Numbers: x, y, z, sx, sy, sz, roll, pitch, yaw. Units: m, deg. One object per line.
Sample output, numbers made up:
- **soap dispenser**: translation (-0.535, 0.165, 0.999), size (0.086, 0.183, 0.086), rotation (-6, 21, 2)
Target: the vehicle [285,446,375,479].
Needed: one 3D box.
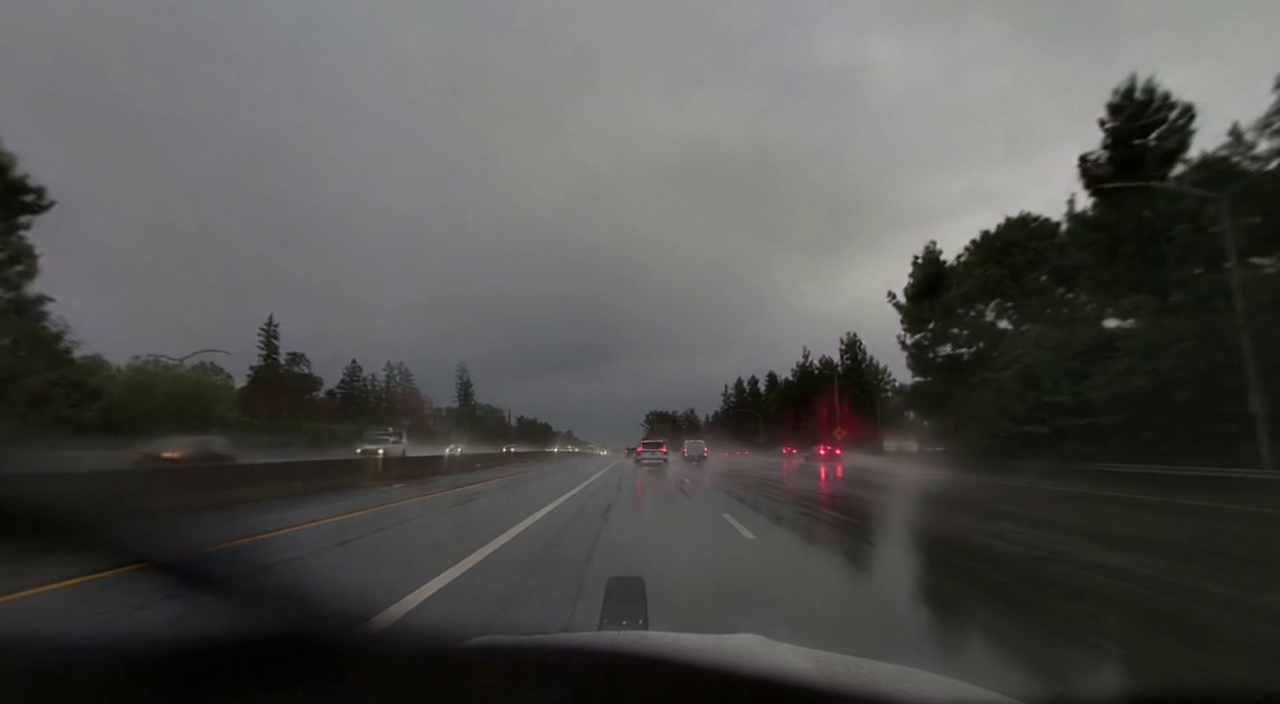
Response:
- **vehicle**: translation (-14.045, 5.008, 28.917), size (1.853, 1.369, 4.413), rotation (0, -8, 1)

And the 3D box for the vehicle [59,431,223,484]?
- **vehicle**: translation (-18.424, 3.920, 23.694), size (2.118, 1.761, 4.873), rotation (0, -8, 0)

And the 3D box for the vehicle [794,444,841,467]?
- **vehicle**: translation (11.917, 6.976, 42.608), size (1.872, 1.459, 4.502), rotation (0, -8, 1)

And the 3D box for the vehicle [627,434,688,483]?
- **vehicle**: translation (0.573, 4.137, 24.720), size (2.105, 1.711, 4.293), rotation (0, -8, -2)

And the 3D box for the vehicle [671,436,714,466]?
- **vehicle**: translation (3.683, 7.144, 45.555), size (2.505, 2.020, 5.532), rotation (0, -8, -1)

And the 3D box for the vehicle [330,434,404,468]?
- **vehicle**: translation (-18.206, 6.640, 42.478), size (2.375, 2.048, 5.835), rotation (0, -8, 0)
